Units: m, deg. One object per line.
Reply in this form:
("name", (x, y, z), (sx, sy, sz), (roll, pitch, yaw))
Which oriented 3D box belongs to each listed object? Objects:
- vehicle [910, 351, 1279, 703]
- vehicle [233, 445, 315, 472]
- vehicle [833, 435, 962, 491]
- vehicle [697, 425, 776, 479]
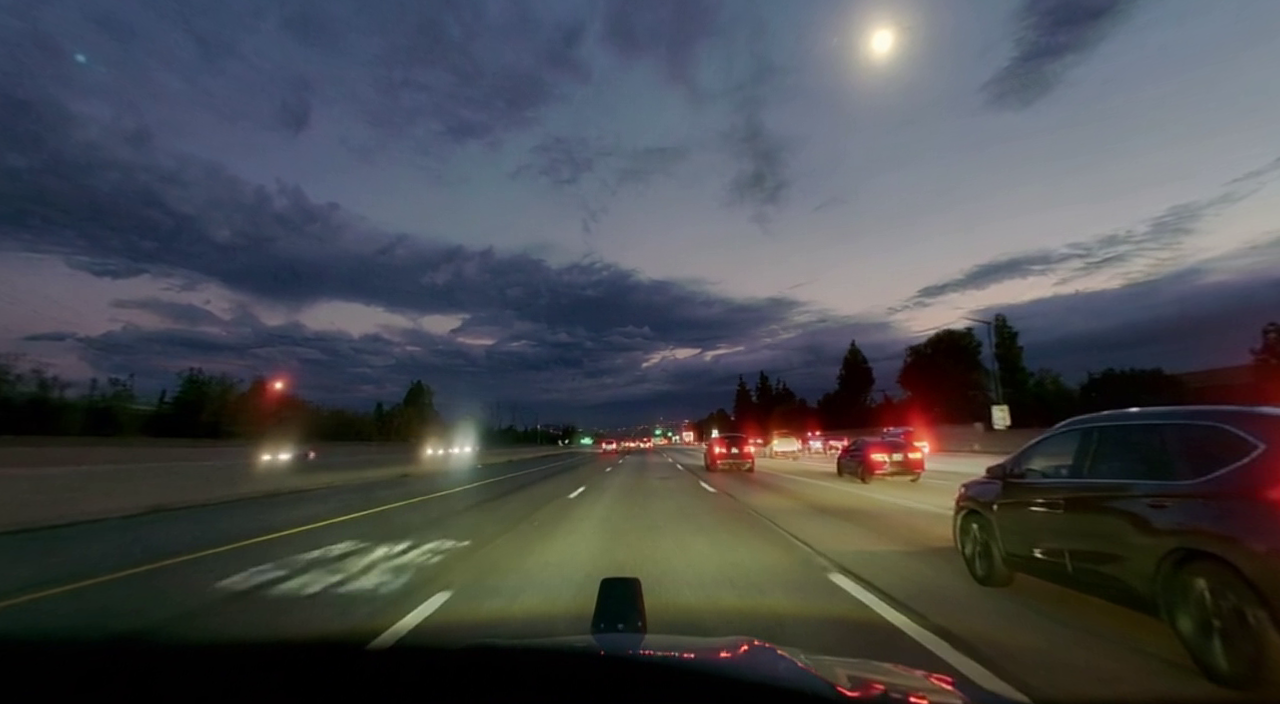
("vehicle", (3.805, 1.015, 4.060), (2.146, 1.639, 4.475), (-1, -8, 0))
("vehicle", (-28.509, 8.300, 49.494), (2.663, 1.853, 6.491), (0, -8, -1))
("vehicle", (7.664, 3.331, 19.323), (2.022, 1.466, 4.509), (-1, -8, 0))
("vehicle", (3.918, 4.191, 26.791), (2.442, 2.022, 5.466), (-1, -8, 0))
